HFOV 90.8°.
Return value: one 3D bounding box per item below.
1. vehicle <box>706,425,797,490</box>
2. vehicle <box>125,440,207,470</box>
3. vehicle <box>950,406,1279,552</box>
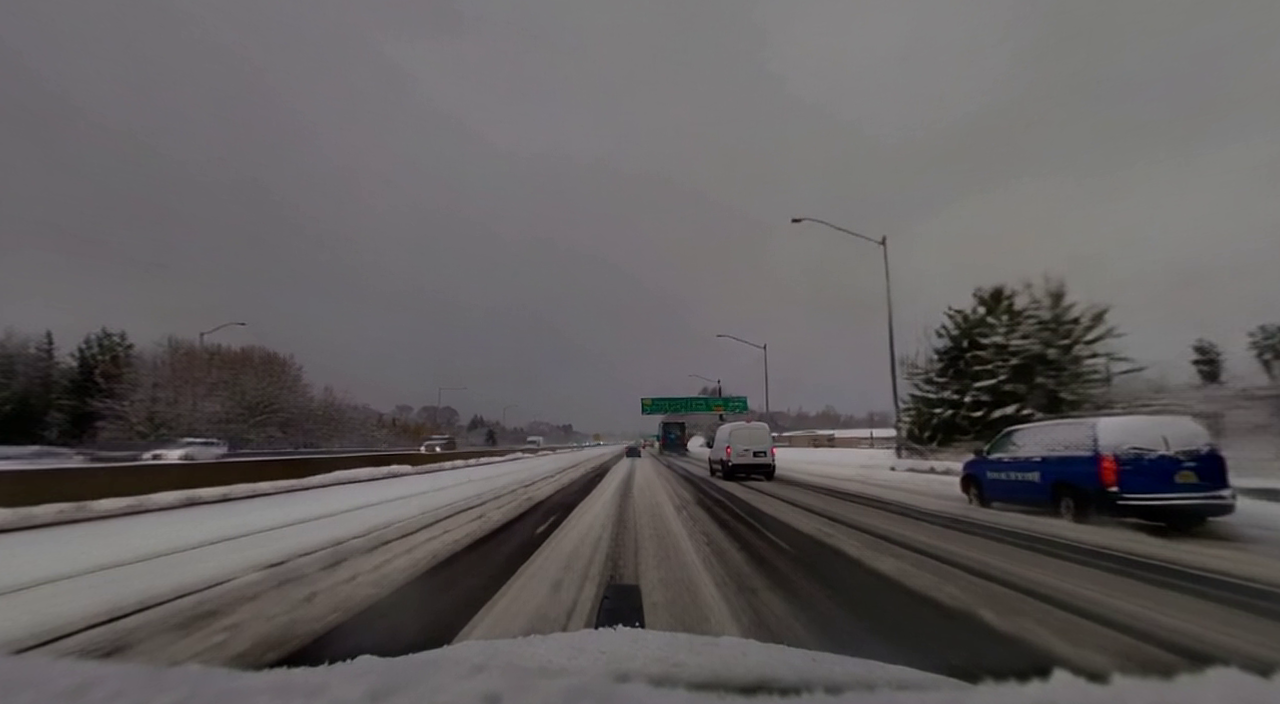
[{"bbox_3d":[3.583,3.511,21.326,2.035,1.931,4.841,0,-9,-2],"label":"vehicle"},{"bbox_3d":[-28.705,6.253,38.449,1.877,1.692,3.983,0,-8,0],"label":"vehicle"},{"bbox_3d":[7.525,1.945,10.386,2.266,1.799,4.947,0,-8,-1],"label":"vehicle"}]
